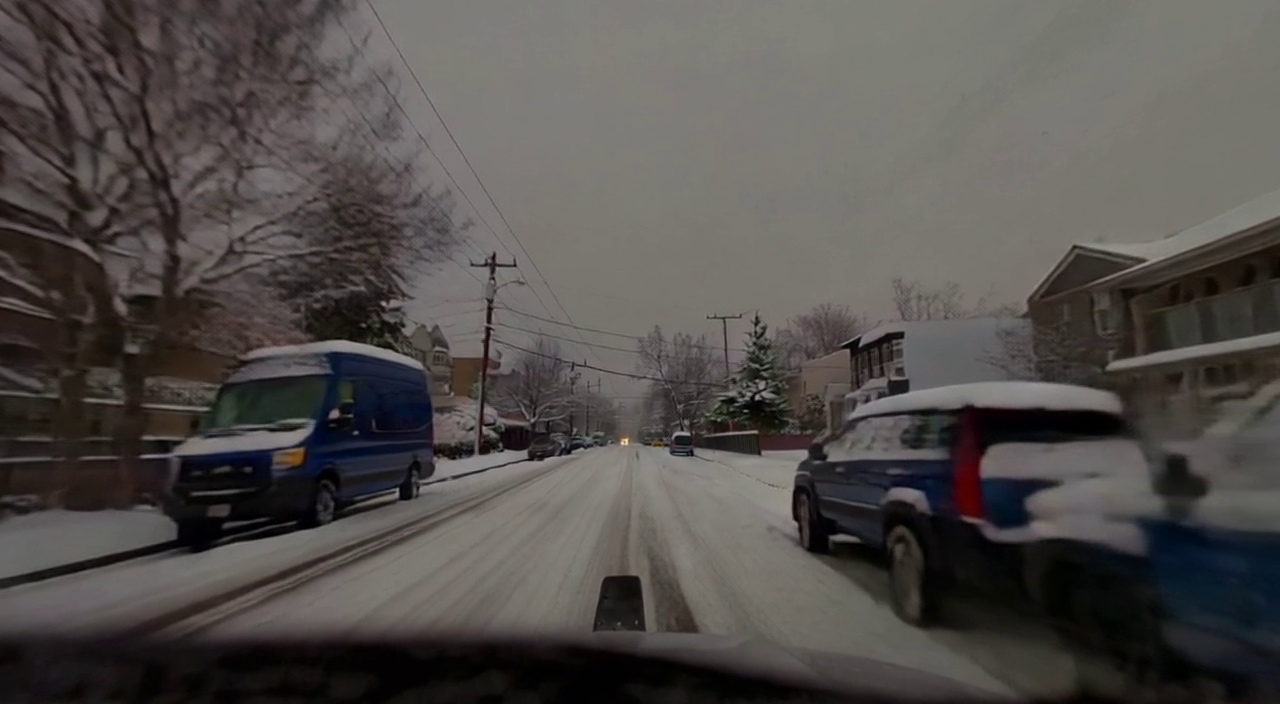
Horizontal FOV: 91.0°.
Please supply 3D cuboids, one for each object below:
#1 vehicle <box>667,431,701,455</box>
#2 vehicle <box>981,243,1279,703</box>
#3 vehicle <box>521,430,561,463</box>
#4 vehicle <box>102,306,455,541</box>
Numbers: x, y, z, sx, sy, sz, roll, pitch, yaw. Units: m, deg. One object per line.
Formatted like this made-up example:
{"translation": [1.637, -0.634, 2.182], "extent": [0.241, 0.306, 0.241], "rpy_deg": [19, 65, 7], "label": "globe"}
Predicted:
{"translation": [3.293, 6.966, 48.120], "extent": [2.159, 1.760, 5.345], "rpy_deg": [0, -8, -1], "label": "vehicle"}
{"translation": [3.374, 0.551, 1.339], "extent": [2.123, 2.123, 5.436], "rpy_deg": [0, -8, -1], "label": "vehicle"}
{"translation": [-7.005, 6.822, 44.997], "extent": [1.947, 1.480, 4.330], "rpy_deg": [-3, -19, 2], "label": "vehicle"}
{"translation": [-6.714, 1.469, 13.638], "extent": [3.115, 3.562, 7.695], "rpy_deg": [-1, -6, 0], "label": "vehicle"}
